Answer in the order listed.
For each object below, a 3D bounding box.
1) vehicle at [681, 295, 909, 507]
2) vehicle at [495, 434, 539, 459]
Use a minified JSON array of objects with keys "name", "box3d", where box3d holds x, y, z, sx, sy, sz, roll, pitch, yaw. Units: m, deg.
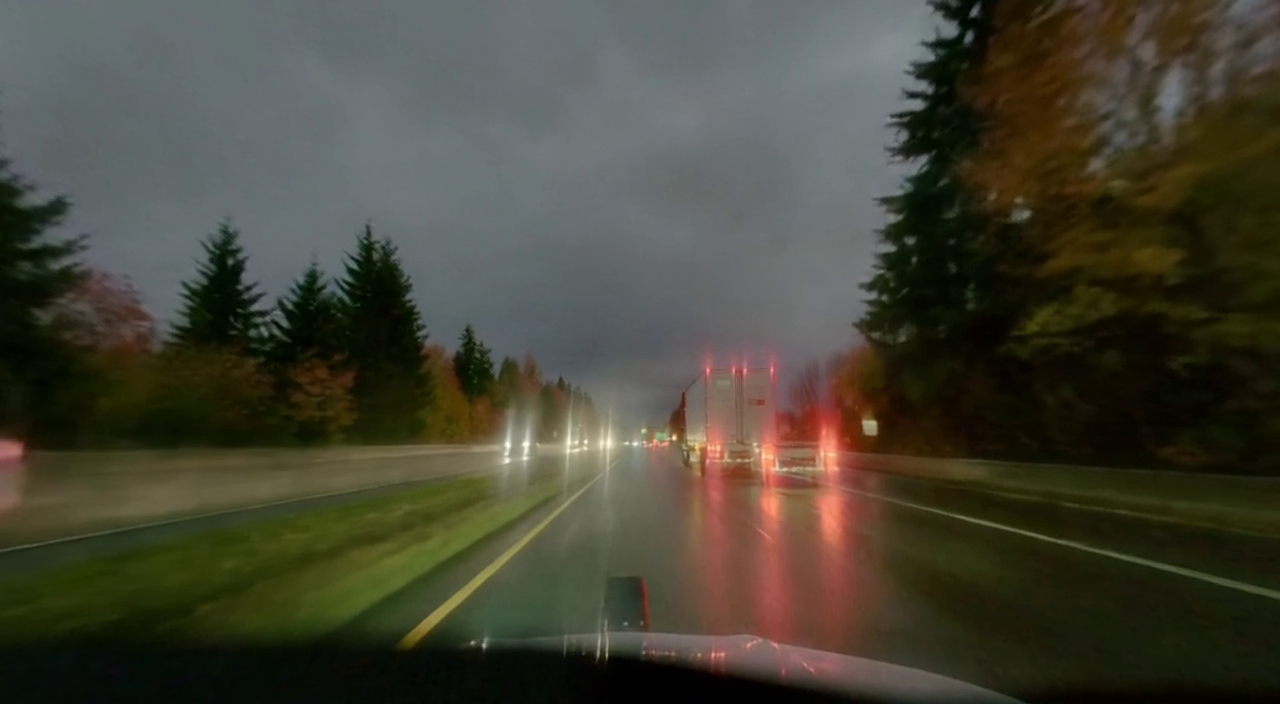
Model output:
[{"name":"vehicle","box3d":[3.557,1.947,19.755,3.691,4.331,13.909,0,-8,0]},{"name":"vehicle","box3d":[-8.246,6.401,42.620,1.986,1.541,4.670,0,-8,1]}]
